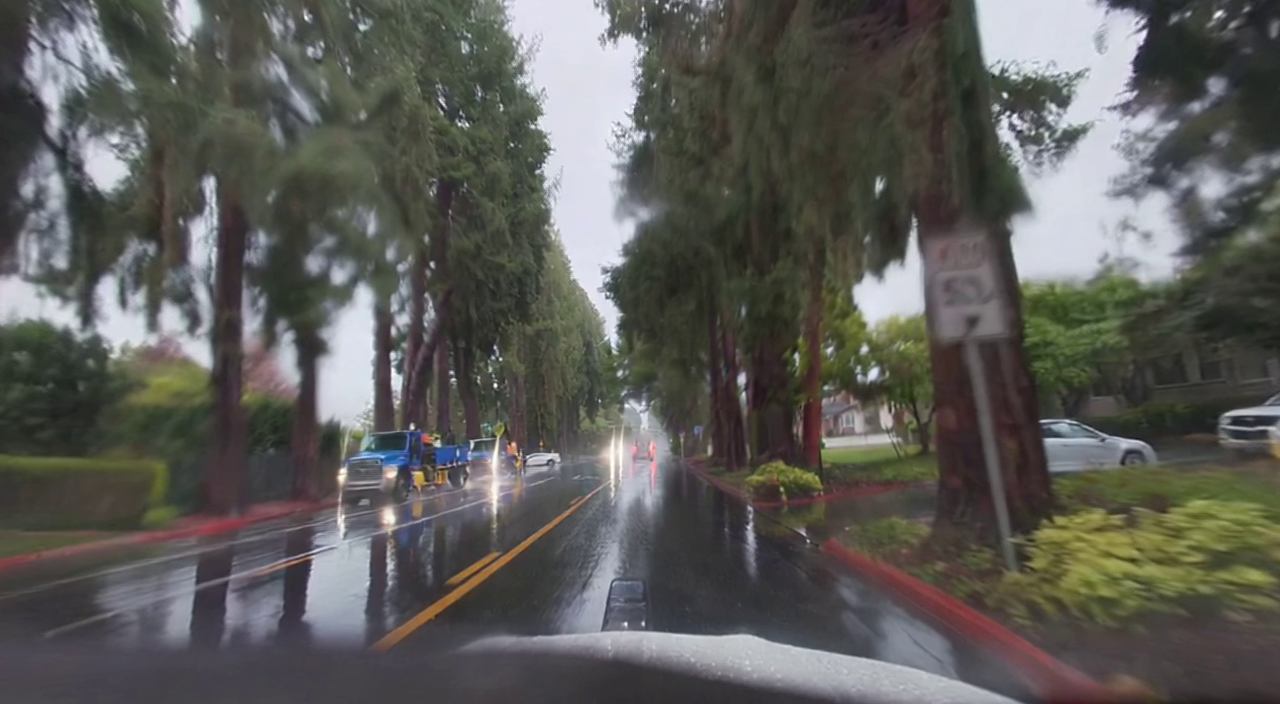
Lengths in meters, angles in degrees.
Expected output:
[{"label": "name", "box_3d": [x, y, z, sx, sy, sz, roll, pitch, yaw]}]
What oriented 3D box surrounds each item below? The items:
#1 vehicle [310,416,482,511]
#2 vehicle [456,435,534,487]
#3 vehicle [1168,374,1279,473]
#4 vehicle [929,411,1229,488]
[{"label": "vehicle", "box_3d": [-9.185, 4.349, 25.481, 2.970, 3.068, 9.784, 0, -8, 0]}, {"label": "vehicle", "box_3d": [-8.773, 6.631, 39.031, 2.816, 2.723, 7.506, -4, -8, 1]}, {"label": "vehicle", "box_3d": [14.415, 1.293, 12.902, 4.995, 1.818, 2.319, -4, -6, 1]}, {"label": "vehicle", "box_3d": [8.807, 2.024, 13.078, 4.623, 1.420, 1.996, -1, -8, 5]}]
